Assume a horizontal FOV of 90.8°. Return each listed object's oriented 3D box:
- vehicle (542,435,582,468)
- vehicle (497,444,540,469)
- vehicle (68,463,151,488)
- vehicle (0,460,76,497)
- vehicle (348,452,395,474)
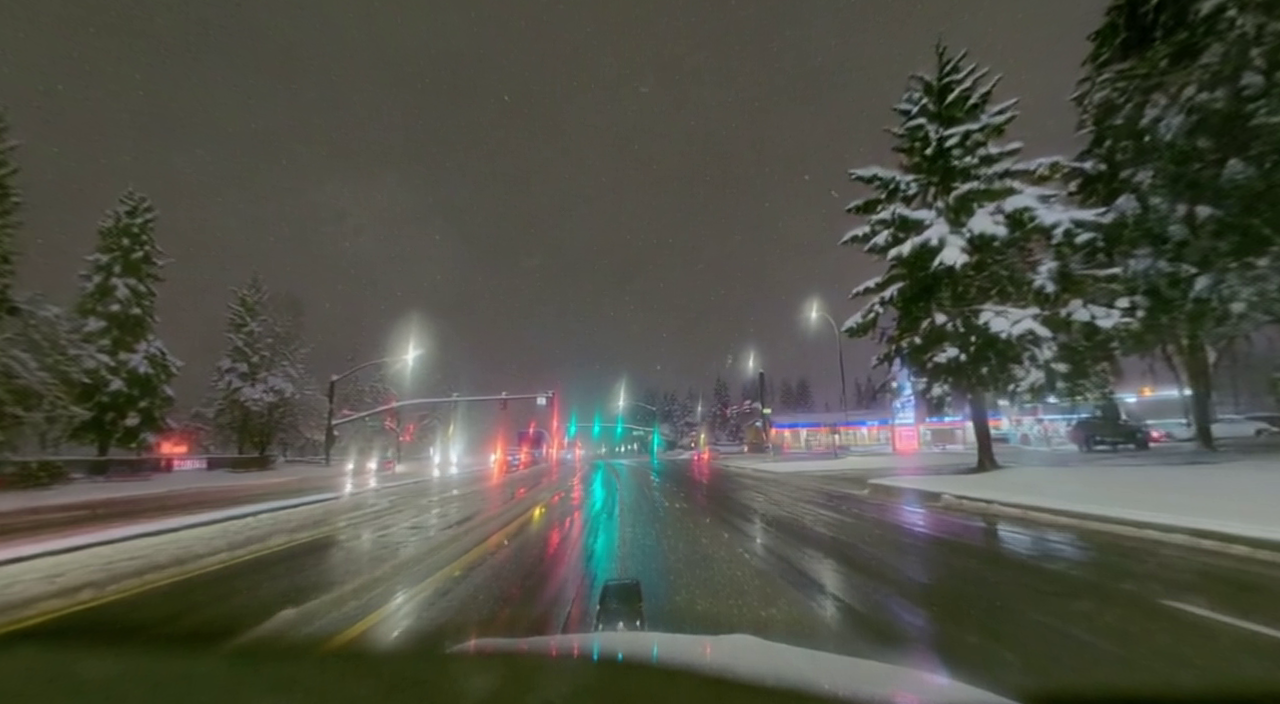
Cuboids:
[{"bbox_3d":[-5.062,6.578,41.754,2.206,2.007,5.190,0,-9,-3],"label":"vehicle"},{"bbox_3d":[-7.652,6.620,40.182,1.993,1.490,4.768,0,-9,-2],"label":"vehicle"},{"bbox_3d":[-32.901,7.649,39.260,3.465,1.474,1.815,0,-9,0],"label":"vehicle"},{"bbox_3d":[-31.682,6.280,31.548,4.878,1.709,2.152,0,-9,0],"label":"vehicle"},{"bbox_3d":[-21.035,8.682,49.624,1.930,1.659,4.364,0,-9,-2],"label":"vehicle"}]
